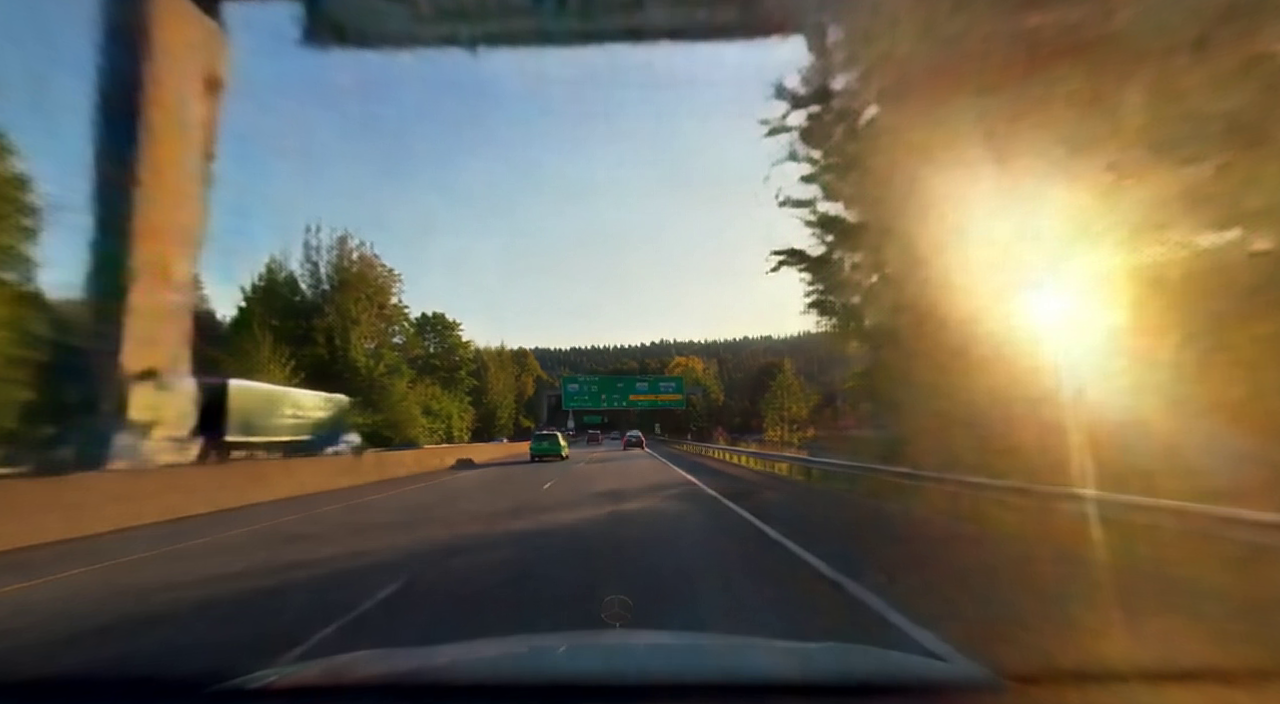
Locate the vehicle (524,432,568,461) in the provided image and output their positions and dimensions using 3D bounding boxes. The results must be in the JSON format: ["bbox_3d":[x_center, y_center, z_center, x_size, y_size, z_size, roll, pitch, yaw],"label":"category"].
[{"bbox_3d":[-5.095,5.142,34.486,1.959,1.514,3.668,0,-8,-2],"label":"vehicle"}]

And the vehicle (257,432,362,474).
[{"bbox_3d":[-13.193,4.035,25.528,1.890,1.523,4.519,0,-8,-2],"label":"vehicle"}]

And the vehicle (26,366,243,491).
[{"bbox_3d":[-17.930,2.798,22.998,2.987,3.956,5.796,0,-8,-2],"label":"vehicle"}]

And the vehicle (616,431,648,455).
[{"bbox_3d":[-0.579,6.398,44.389,2.139,1.561,4.060,0,-8,-1],"label":"vehicle"}]
